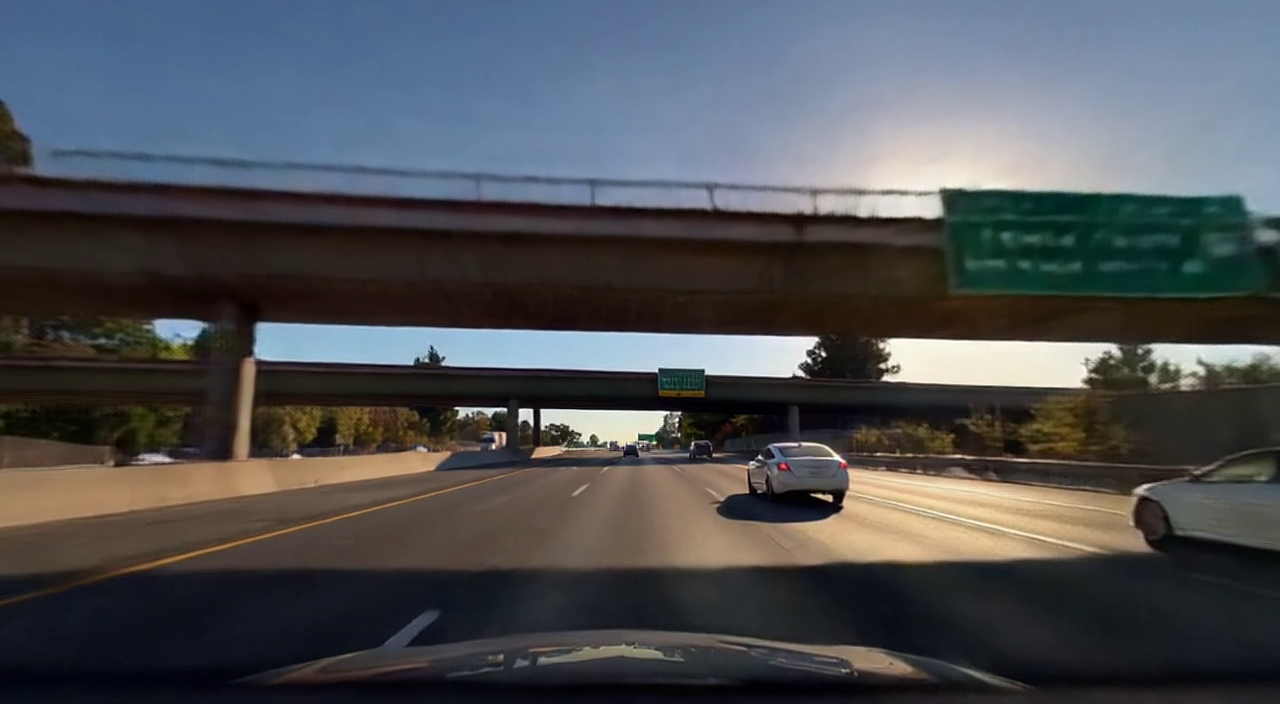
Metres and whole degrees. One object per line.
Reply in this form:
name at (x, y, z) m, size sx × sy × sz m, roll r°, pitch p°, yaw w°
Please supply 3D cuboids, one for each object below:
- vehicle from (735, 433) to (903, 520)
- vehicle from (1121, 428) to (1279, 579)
vehicle at (3.423, 2.484, 13.173) m, size 2.076 × 1.472 × 4.562 m, roll 0°, pitch -8°, yaw -1°
vehicle at (7.355, 1.473, 6.047) m, size 1.946 × 1.497 × 4.467 m, roll 0°, pitch -8°, yaw -1°
